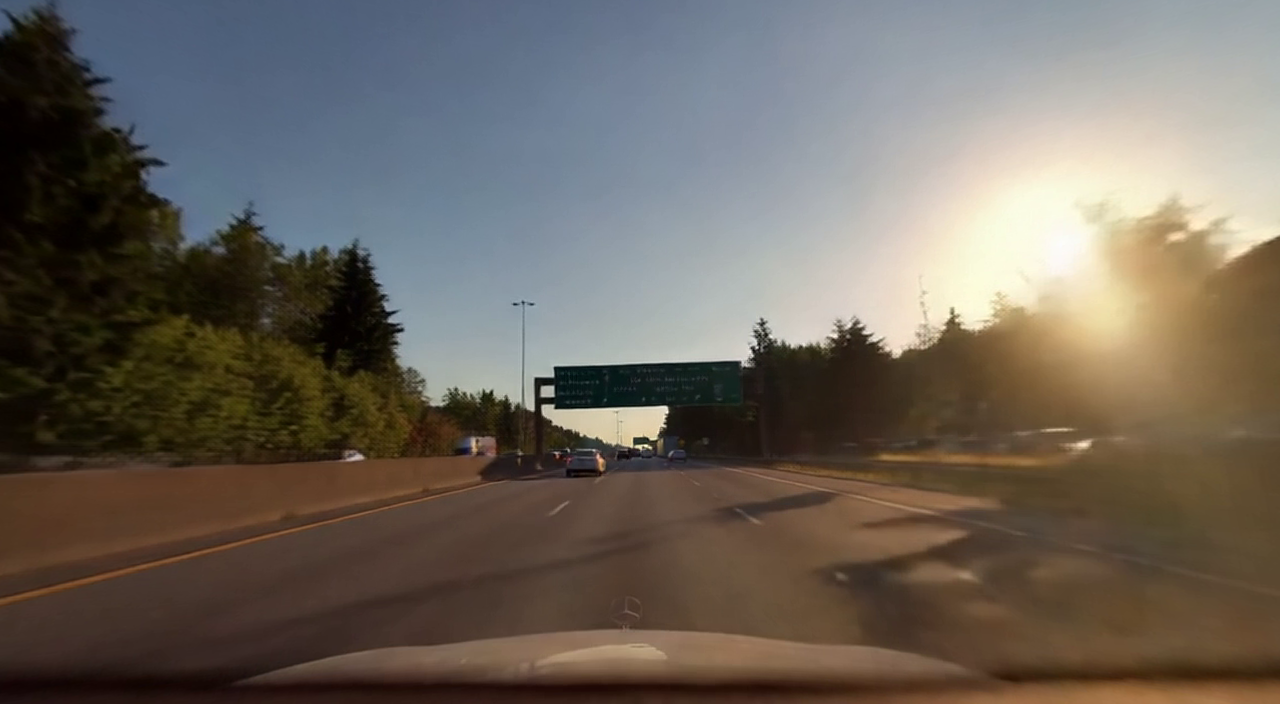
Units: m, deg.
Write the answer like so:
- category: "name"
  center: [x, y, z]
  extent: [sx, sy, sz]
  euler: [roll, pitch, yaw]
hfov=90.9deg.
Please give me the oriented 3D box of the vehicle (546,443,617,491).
- category: "vehicle"
  center: [-1.985, 4.085, 22.623]
  extent: [1.936, 1.545, 4.116]
  euler: [-1, -9, 3]
